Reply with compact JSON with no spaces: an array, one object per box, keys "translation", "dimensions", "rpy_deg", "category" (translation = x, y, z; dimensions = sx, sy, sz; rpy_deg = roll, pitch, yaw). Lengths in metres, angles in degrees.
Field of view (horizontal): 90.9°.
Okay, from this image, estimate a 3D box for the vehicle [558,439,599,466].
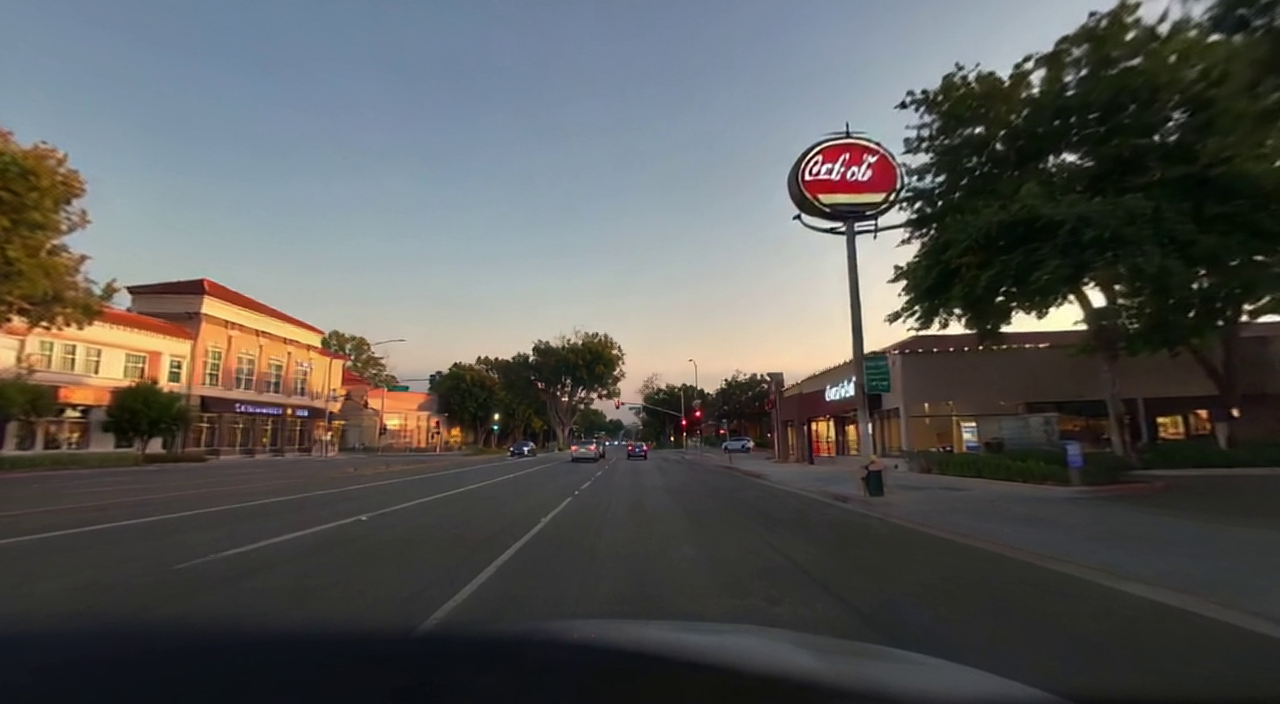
[{"translation":[-3.637,6.045,37.966],"dimensions":[2.029,1.517,4.375],"rpy_deg":[0,-9,0],"category":"vehicle"}]
